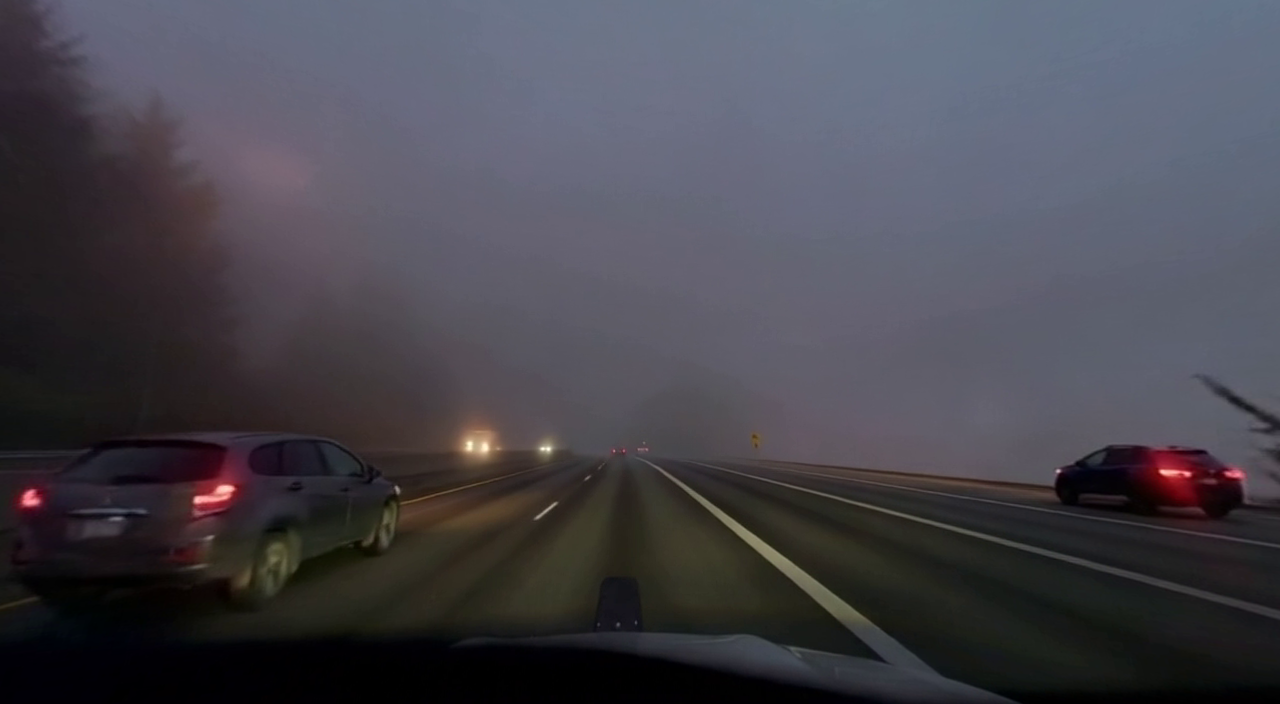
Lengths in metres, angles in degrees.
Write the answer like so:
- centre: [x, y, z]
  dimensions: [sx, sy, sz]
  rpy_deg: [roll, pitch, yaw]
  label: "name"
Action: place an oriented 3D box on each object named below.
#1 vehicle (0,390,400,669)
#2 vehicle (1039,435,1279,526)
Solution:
- centre: [-3.966, 1.337, 5.663]
  dimensions: [2.071, 1.615, 3.868]
  rpy_deg: [0, -9, 0]
  label: "vehicle"
- centre: [9.995, 2.401, 12.211]
  dimensions: [1.853, 1.463, 3.780]
  rpy_deg: [0, -9, -1]
  label: "vehicle"
